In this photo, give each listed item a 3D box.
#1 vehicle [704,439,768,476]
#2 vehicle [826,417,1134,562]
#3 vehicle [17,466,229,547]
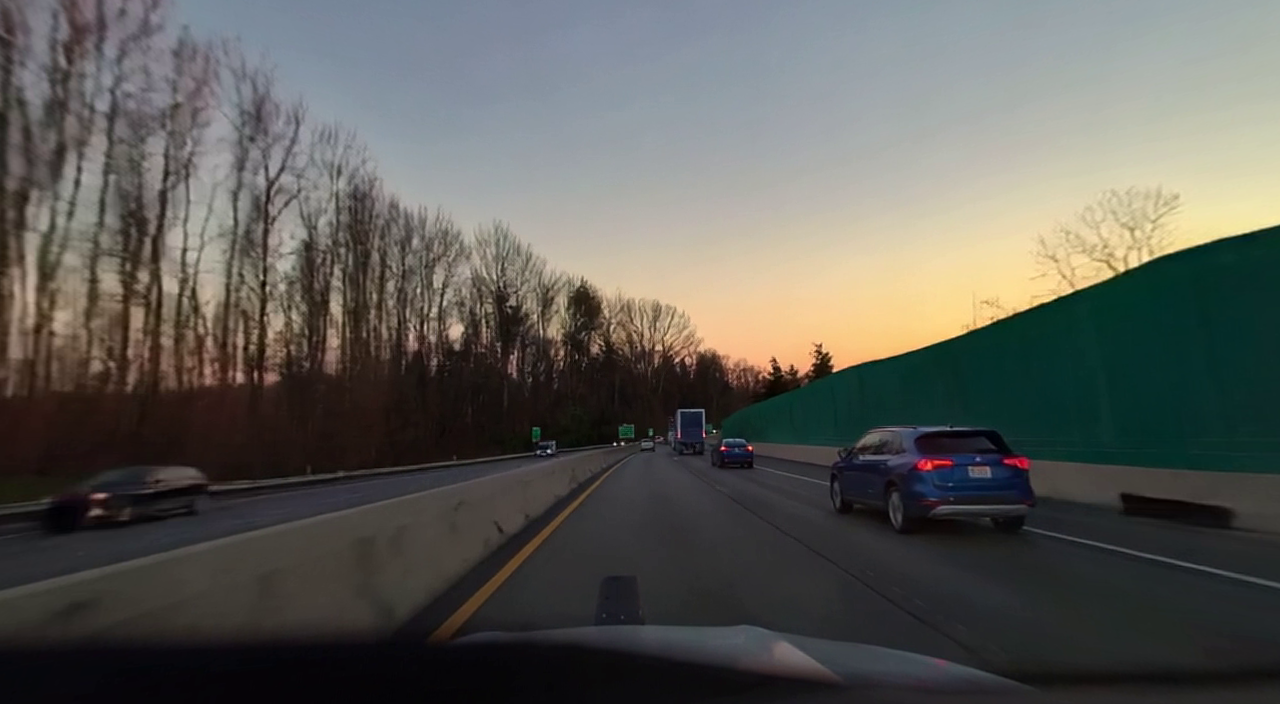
[{"bbox_3d":[4.099,4.560,27.613,2.000,1.473,4.440,0,-8,-2],"label":"vehicle"},{"bbox_3d":[4.282,1.773,8.854,1.940,1.539,4.005,1,-8,-2],"label":"vehicle"},{"bbox_3d":[-11.803,3.501,14.811,1.822,1.462,3.905,1,-8,-4],"label":"vehicle"}]
